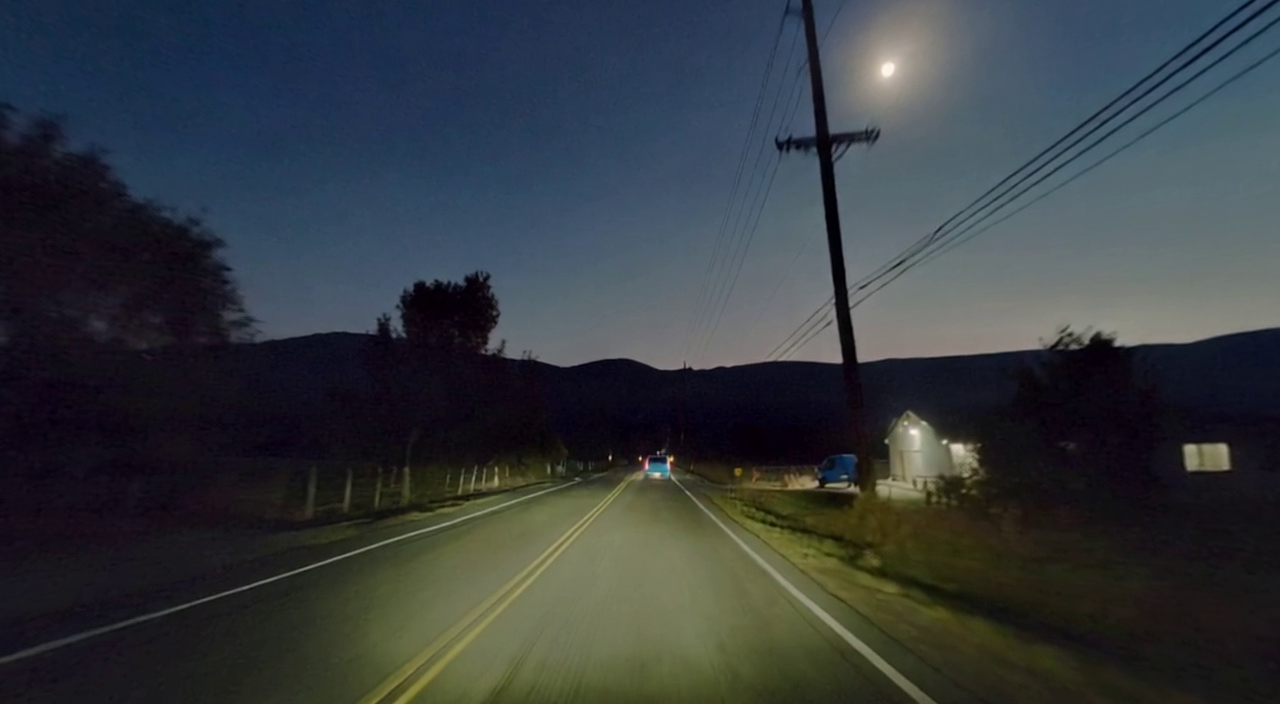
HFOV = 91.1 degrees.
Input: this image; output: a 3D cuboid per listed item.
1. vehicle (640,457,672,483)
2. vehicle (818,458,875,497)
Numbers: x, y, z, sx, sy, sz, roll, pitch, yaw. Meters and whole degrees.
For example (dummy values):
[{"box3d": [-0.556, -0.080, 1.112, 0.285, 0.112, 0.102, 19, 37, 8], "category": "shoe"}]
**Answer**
[{"box3d": [1.189, 9.005, 48.165, 2.319, 1.843, 4.513, 1, -10, 1], "category": "vehicle"}, {"box3d": [11.250, 6.855, 34.593, 2.077, 1.919, 4.690, -3, -10, 8], "category": "vehicle"}]
